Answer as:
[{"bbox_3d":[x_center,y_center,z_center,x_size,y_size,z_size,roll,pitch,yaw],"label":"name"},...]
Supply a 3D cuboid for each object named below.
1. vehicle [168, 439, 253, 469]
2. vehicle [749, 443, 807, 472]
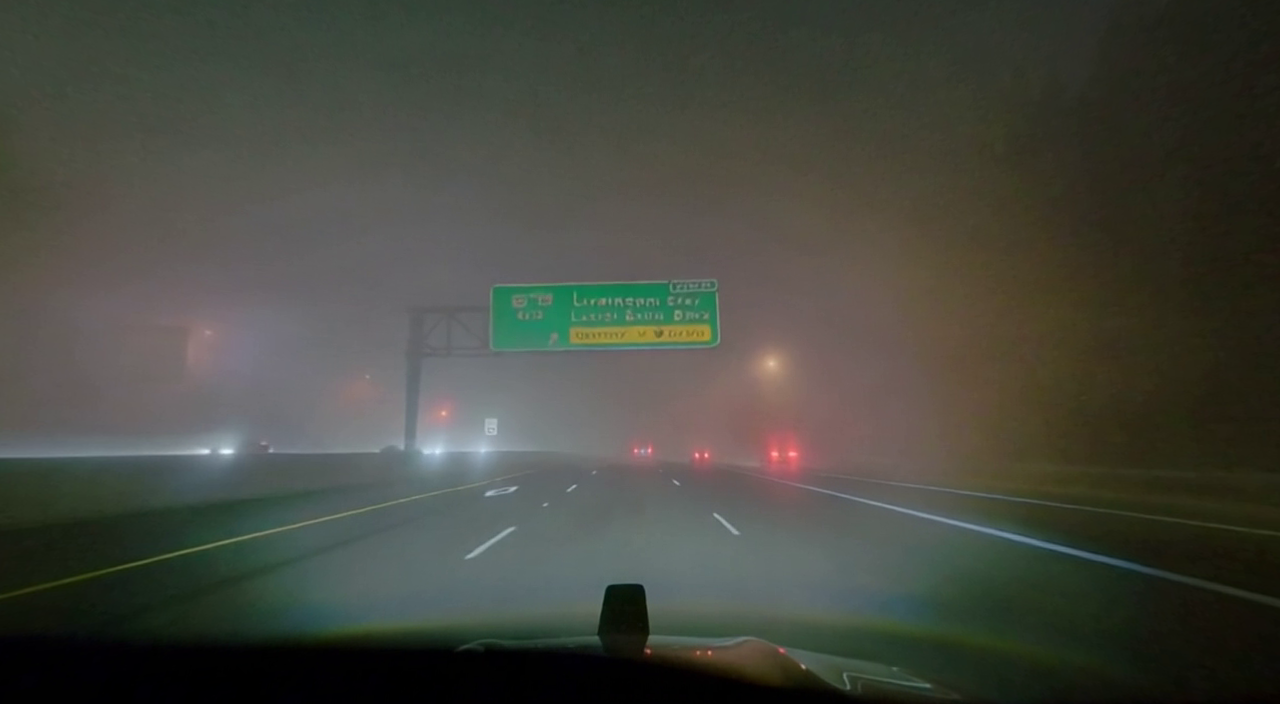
[{"bbox_3d":[-26.405,6.296,38.936,2.081,1.712,4.467,0,-9,0],"label":"vehicle"},{"bbox_3d":[7.771,6.014,36.030,2.031,1.524,4.657,0,-9,-3],"label":"vehicle"}]
